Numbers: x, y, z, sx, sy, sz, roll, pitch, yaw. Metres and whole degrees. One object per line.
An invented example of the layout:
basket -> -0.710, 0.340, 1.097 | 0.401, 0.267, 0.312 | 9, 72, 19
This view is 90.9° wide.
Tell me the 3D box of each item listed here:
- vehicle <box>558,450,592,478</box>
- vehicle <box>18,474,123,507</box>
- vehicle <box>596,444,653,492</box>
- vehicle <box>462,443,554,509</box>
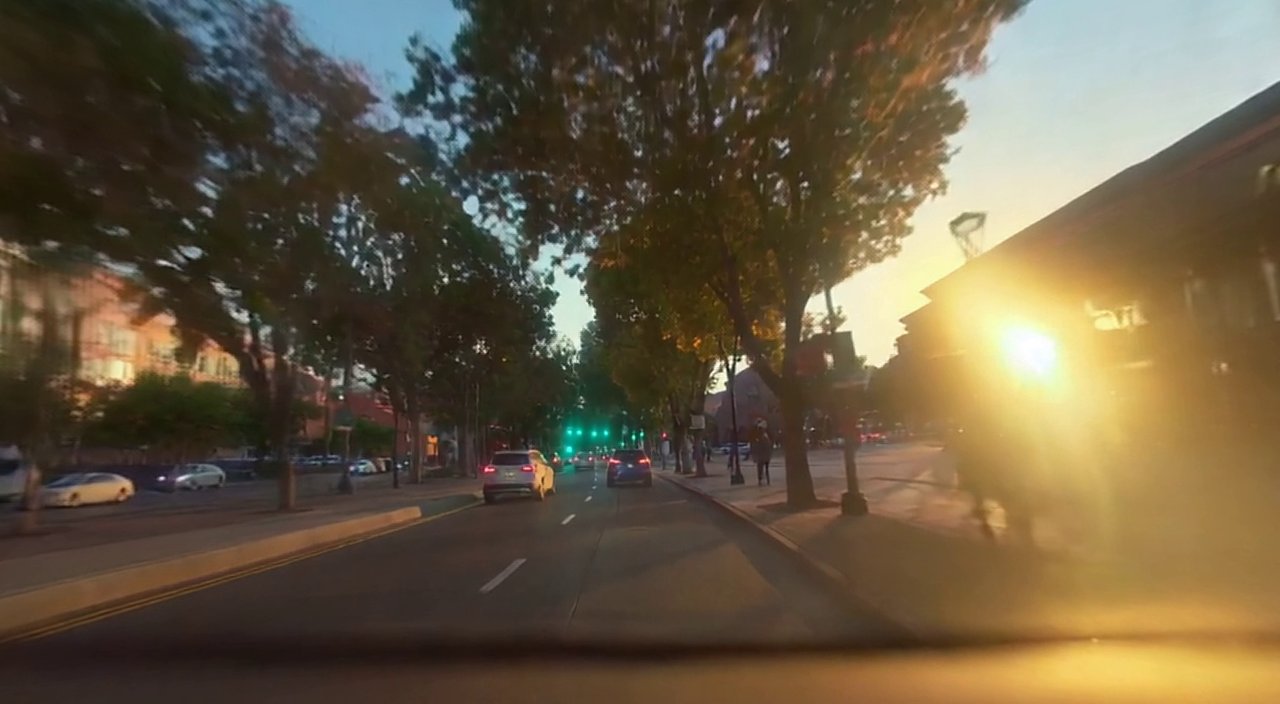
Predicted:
vehicle -> -4.600, 7.938, 44.964 | 2.220, 1.847, 4.587 | 1, -9, -4
vehicle -> -32.074, 7.768, 35.673 | 1.913, 1.579, 4.379 | 1, -9, -2
vehicle -> -0.648, 4.657, 25.605 | 2.120, 1.758, 3.917 | 1, -9, -2
vehicle -> -3.773, 3.607, 18.746 | 1.940, 1.722, 3.823 | 1, -9, -1
